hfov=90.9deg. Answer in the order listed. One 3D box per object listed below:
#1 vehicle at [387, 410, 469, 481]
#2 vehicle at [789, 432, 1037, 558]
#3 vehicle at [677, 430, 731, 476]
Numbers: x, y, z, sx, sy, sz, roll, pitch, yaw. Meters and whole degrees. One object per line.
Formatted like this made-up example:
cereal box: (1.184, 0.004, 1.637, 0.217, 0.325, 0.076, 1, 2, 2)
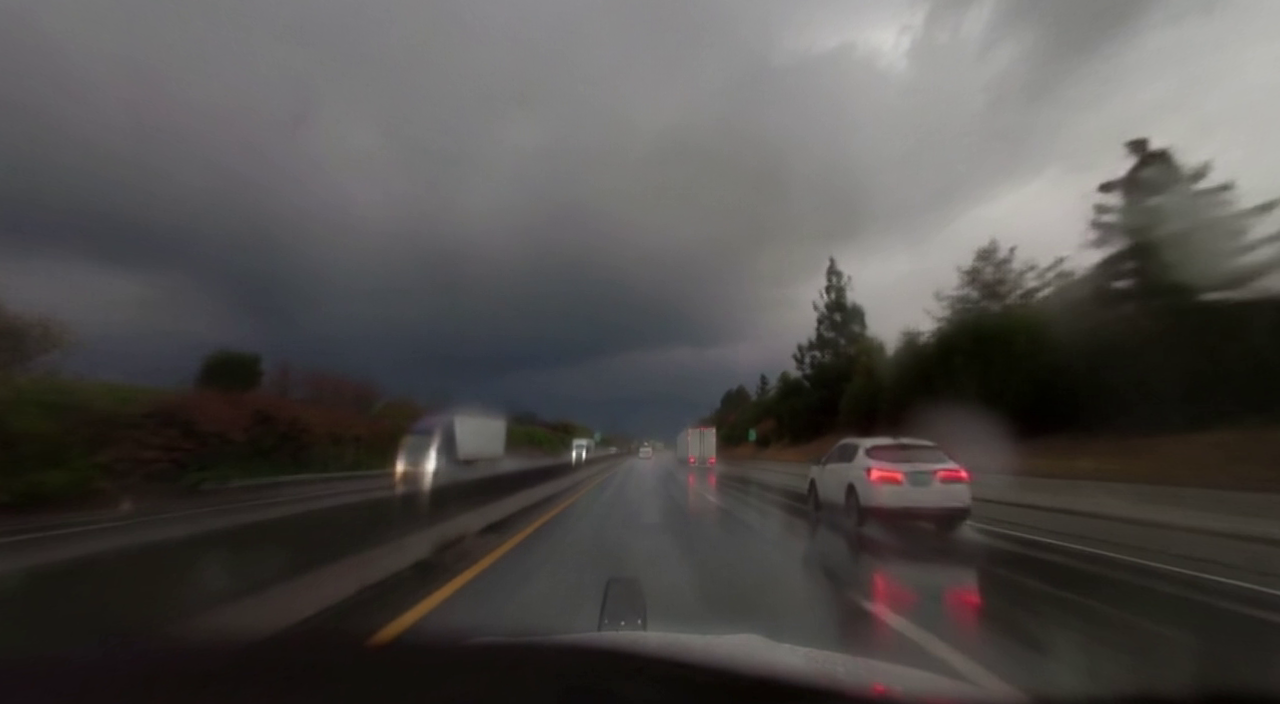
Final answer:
vehicle: (-12.950, 5.825, 39.117, 2.915, 4.016, 5.822, 0, -9, 1)
vehicle: (3.851, 2.077, 9.799, 2.043, 1.542, 3.881, 0, -9, -1)
vehicle: (3.698, 5.972, 37.476, 2.423, 2.517, 5.055, 0, -9, -3)
